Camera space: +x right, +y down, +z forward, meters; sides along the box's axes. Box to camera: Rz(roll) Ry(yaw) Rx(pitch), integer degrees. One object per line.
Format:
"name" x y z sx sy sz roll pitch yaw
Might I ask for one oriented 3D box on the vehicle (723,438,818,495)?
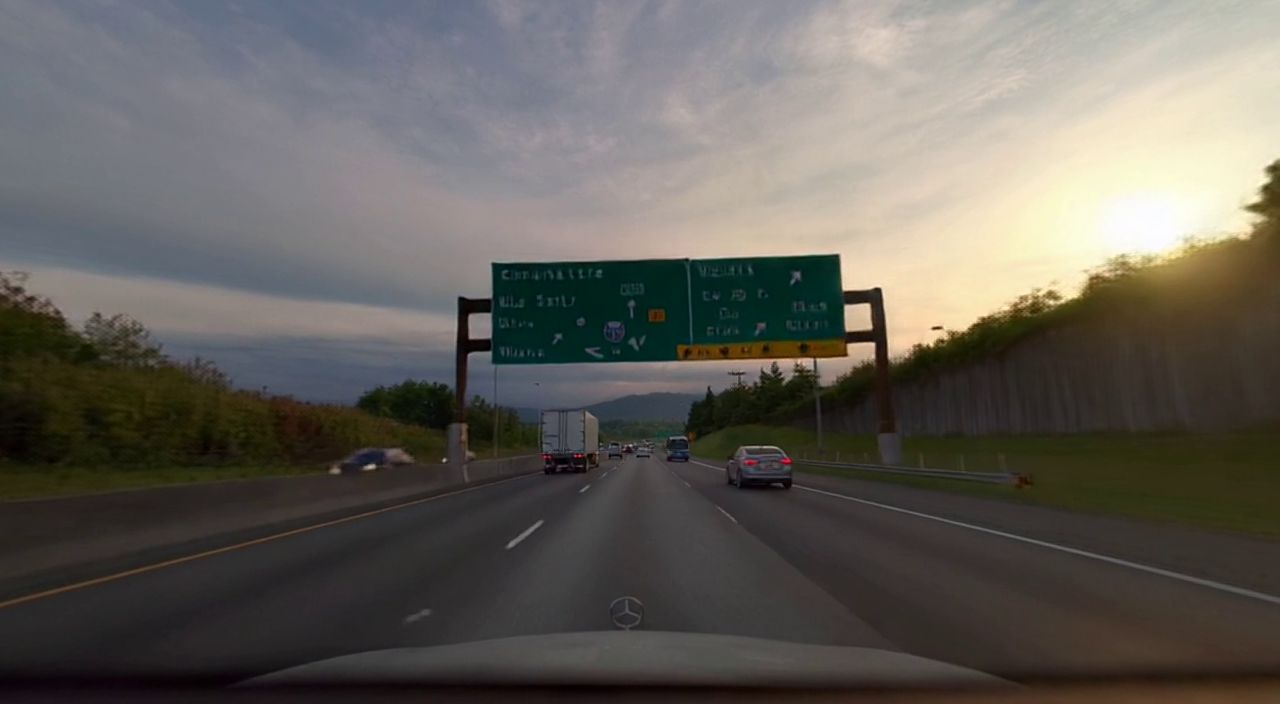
"vehicle" 3.869 3.460 19.377 1.983 1.545 4.038 0 -9 -1

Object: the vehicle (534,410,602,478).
"vehicle" -3.612 4.853 33.218 2.667 3.195 6.731 0 -9 1

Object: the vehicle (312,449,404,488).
"vehicle" -11.700 4.846 26.475 1.880 1.503 4.227 0 -9 1
